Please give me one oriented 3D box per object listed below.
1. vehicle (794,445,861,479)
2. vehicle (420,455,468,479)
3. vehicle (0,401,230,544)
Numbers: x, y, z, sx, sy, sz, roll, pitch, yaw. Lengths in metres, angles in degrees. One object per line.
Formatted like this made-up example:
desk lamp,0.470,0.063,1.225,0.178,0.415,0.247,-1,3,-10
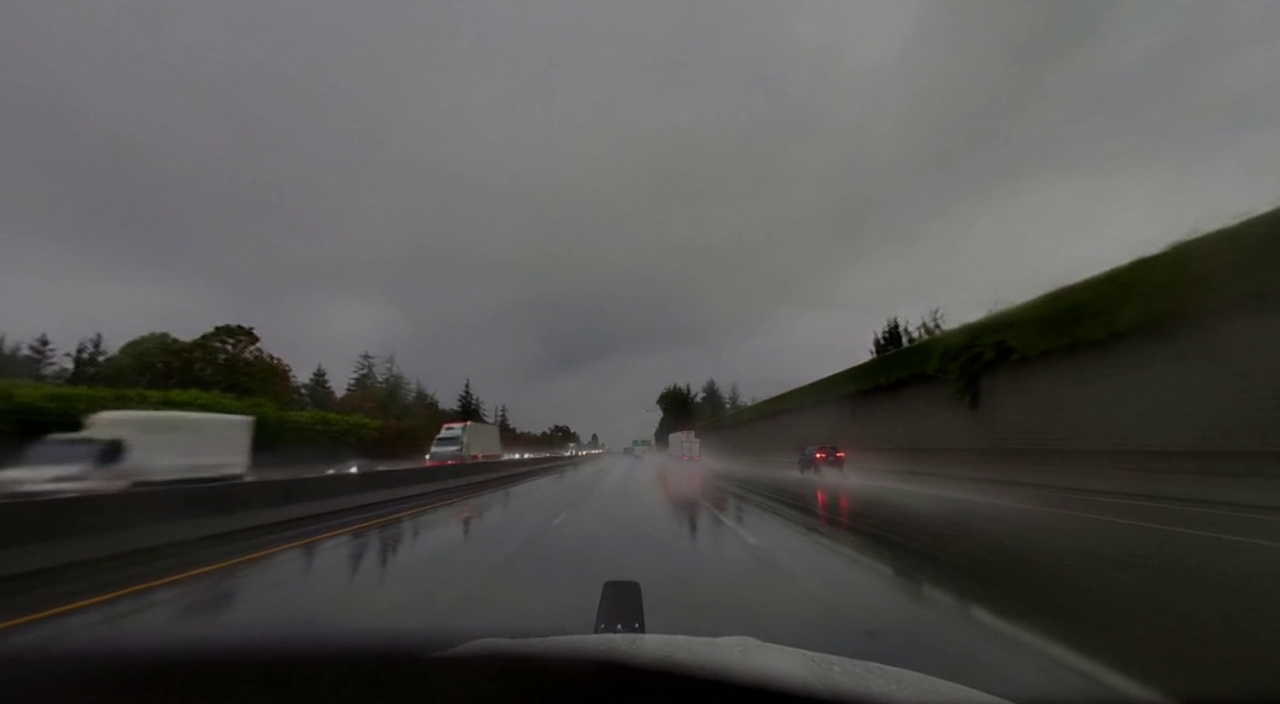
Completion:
vehicle,9.646,5.677,32.773,1.950,1.632,4.845,0,-9,-1
vehicle,-13.626,7.972,43.834,2.084,1.517,3.896,0,-9,0
vehicle,-13.211,2.711,14.707,2.487,2.645,6.936,0,-9,0
